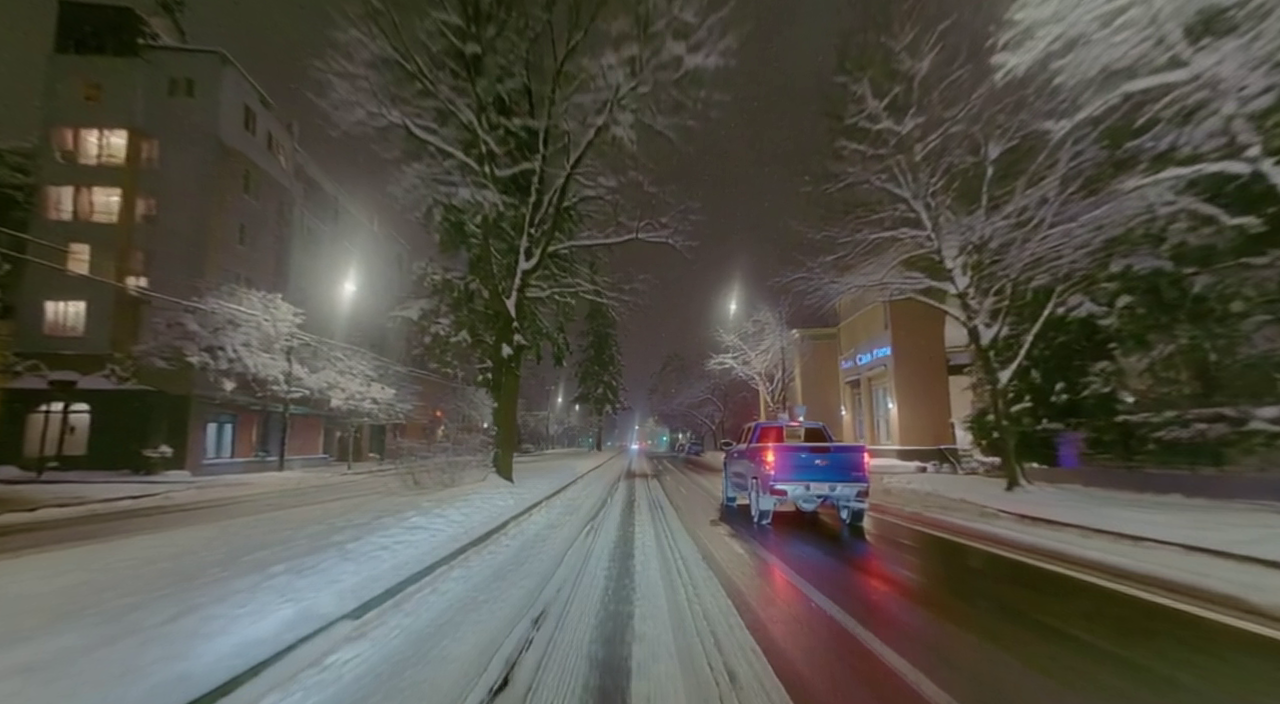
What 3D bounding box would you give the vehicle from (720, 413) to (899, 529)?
[{"bbox_3d":[3.060,2.297,12.807,2.085,1.828,5.383,0,-8,-1],"label":"vehicle"}]
